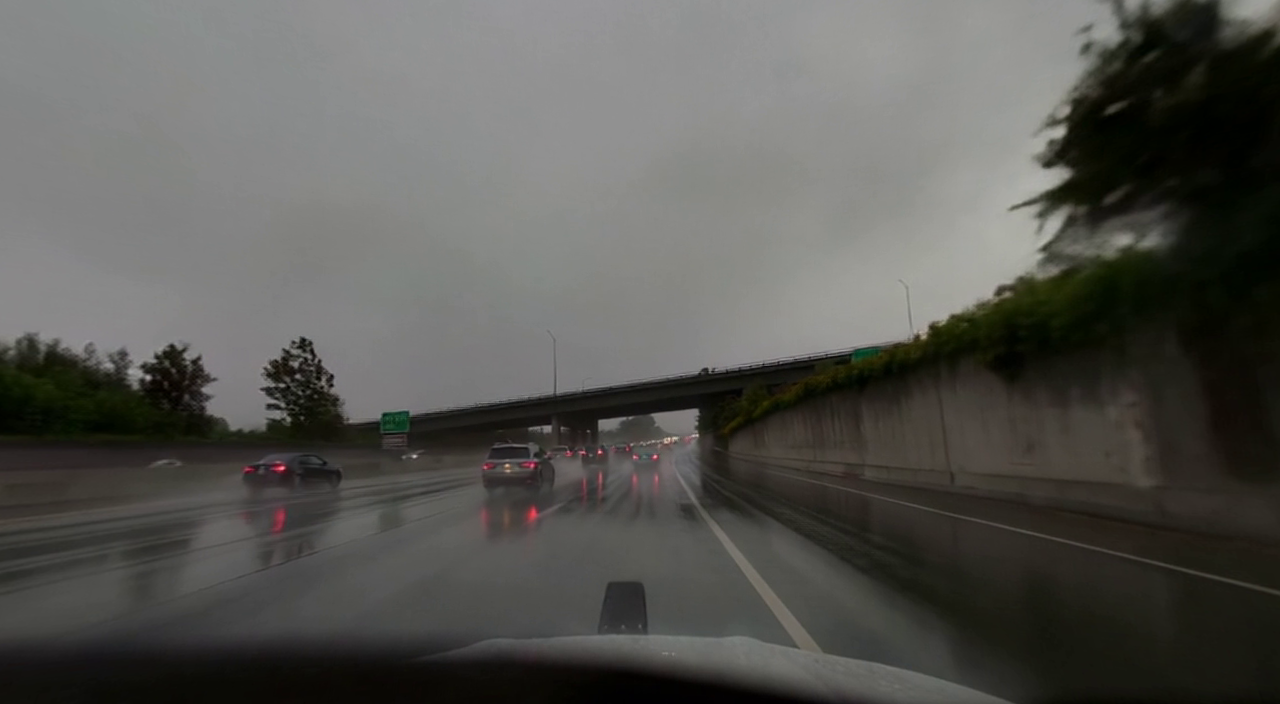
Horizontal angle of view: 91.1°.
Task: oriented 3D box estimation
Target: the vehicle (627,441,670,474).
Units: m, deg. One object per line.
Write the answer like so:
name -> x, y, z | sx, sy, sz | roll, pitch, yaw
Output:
vehicle -> 0.471, 5.679, 34.149 | 2.160, 1.678, 4.178 | 0, -8, 1

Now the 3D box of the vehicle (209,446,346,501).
vehicle -> -11.977, 3.998, 21.171 | 1.954, 1.640, 4.339 | 0, -8, 1

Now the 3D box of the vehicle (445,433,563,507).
vehicle -> -3.545, 3.161, 17.337 | 2.161, 1.759, 4.482 | 0, -8, 1

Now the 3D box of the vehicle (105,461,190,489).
vehicle -> -31.703, 7.924, 40.574 | 1.944, 1.567, 4.239 | 0, -8, 1

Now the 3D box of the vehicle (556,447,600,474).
vehicle -> -3.589, 6.377, 37.253 | 1.997, 1.490, 4.471 | 0, -8, 2
